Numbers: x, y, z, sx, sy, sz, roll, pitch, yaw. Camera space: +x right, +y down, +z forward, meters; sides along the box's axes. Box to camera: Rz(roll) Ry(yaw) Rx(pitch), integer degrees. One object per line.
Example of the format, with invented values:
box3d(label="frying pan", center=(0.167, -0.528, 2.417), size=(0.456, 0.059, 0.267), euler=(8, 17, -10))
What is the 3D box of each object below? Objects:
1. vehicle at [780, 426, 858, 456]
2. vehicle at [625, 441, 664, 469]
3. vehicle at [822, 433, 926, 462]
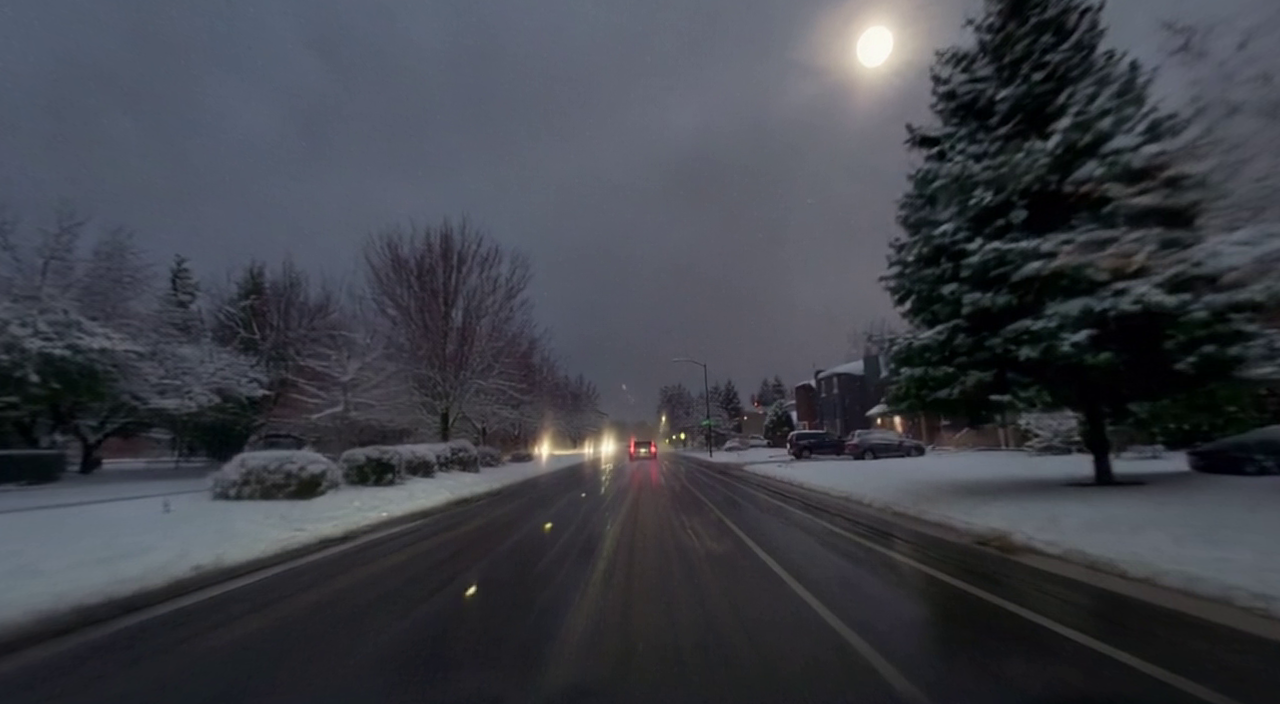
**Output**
box3d(label="vehicle", center=(12.774, 6.412, 45.011), size=(4.923, 2.019, 1.985), euler=(-1, -9, 2))
box3d(label="vehicle", center=(0.241, 5.787, 35.474), size=(2.054, 1.456, 4.003), euler=(0, -8, 0))
box3d(label="vehicle", center=(12.450, 5.115, 33.630), size=(4.787, 1.494, 1.887), euler=(0, -8, 1))
